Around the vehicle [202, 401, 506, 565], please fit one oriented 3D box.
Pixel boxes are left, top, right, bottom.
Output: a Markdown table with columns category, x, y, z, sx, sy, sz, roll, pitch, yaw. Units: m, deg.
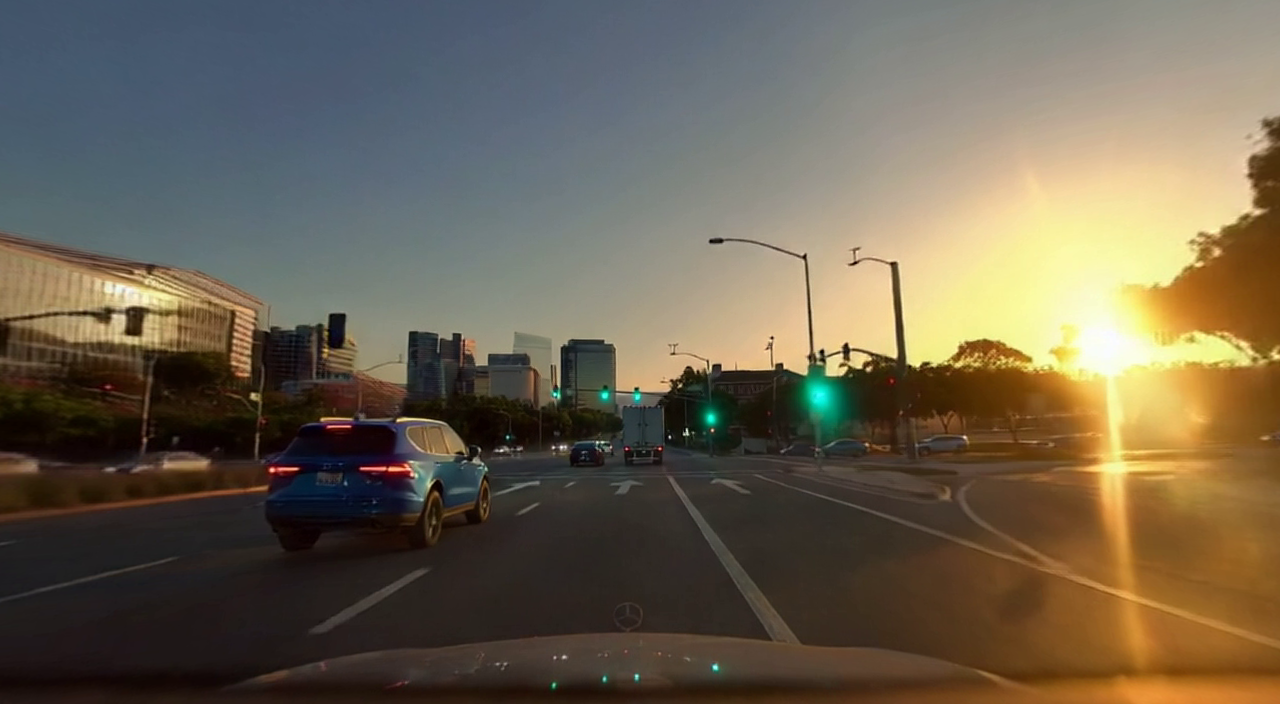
| category | x | y | z | sx | sy | sz | roll | pitch | yaw |
| --- | --- | --- | --- | --- | --- | --- | --- | --- | --- |
| vehicle | -3.757 | 1.834 | 9.587 | 2.178 | 1.826 | 4.933 | 0 | -9 | 2 |

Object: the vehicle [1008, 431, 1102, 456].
| category | x | y | z | sx | sy | sz | roll | pitch | yaw |
| --- | --- | --- | --- | --- | --- | --- | --- | --- | --- |
| vehicle | 31.207 | 6.907 | 47.304 | 5.530 | 1.827 | 2.161 | 0 | -9 | 0 |

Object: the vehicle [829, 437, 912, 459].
| category | x | y | z | sx | sy | sz | roll | pitch | yaw |
| --- | --- | --- | --- | --- | --- | --- | --- | --- | --- |
| vehicle | 16.198 | 6.788 | 44.326 | 4.983 | 1.511 | 2.077 | 0 | -9 | 0 |

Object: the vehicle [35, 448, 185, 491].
| category | x | y | z | sx | sy | sz | roll | pitch | yaw |
| --- | --- | --- | --- | --- | --- | --- | --- | --- | --- |
| vehicle | -24.989 | 5.508 | 29.975 | 2.199 | 1.848 | 5.628 | 0 | -9 | 1 |

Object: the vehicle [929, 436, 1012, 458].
| category | x | y | z | sx | sy | sz | roll | pitch | yaw |
| --- | --- | --- | --- | --- | --- | --- | --- | --- | --- |
| vehicle | 23.277 | 6.742 | 44.379 | 4.716 | 1.494 | 2.001 | 0 | -9 | 1 |

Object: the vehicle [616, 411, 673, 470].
| category | x | y | z | sx | sy | sz | roll | pitch | yaw |
| --- | --- | --- | --- | --- | --- | --- | --- | --- | --- |
| vehicle | 0.331 | 5.169 | 36.487 | 2.993 | 3.051 | 6.692 | 0 | -9 | 1 |

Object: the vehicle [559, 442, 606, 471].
| category | x | y | z | sx | sy | sz | roll | pitch | yaw |
| --- | --- | --- | --- | --- | --- | --- | --- | --- | --- |
| vehicle | -3.087 | 5.715 | 34.495 | 2.023 | 1.483 | 4.143 | 0 | -9 | 2 |

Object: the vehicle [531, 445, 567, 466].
| category | x | y | z | sx | sy | sz | roll | pitch | yaw |
| --- | --- | --- | --- | --- | --- | --- | --- | --- | --- |
| vehicle | -6.610 | 7.540 | 45.983 | 1.933 | 1.477 | 4.119 | 0 | -9 | 1 |
